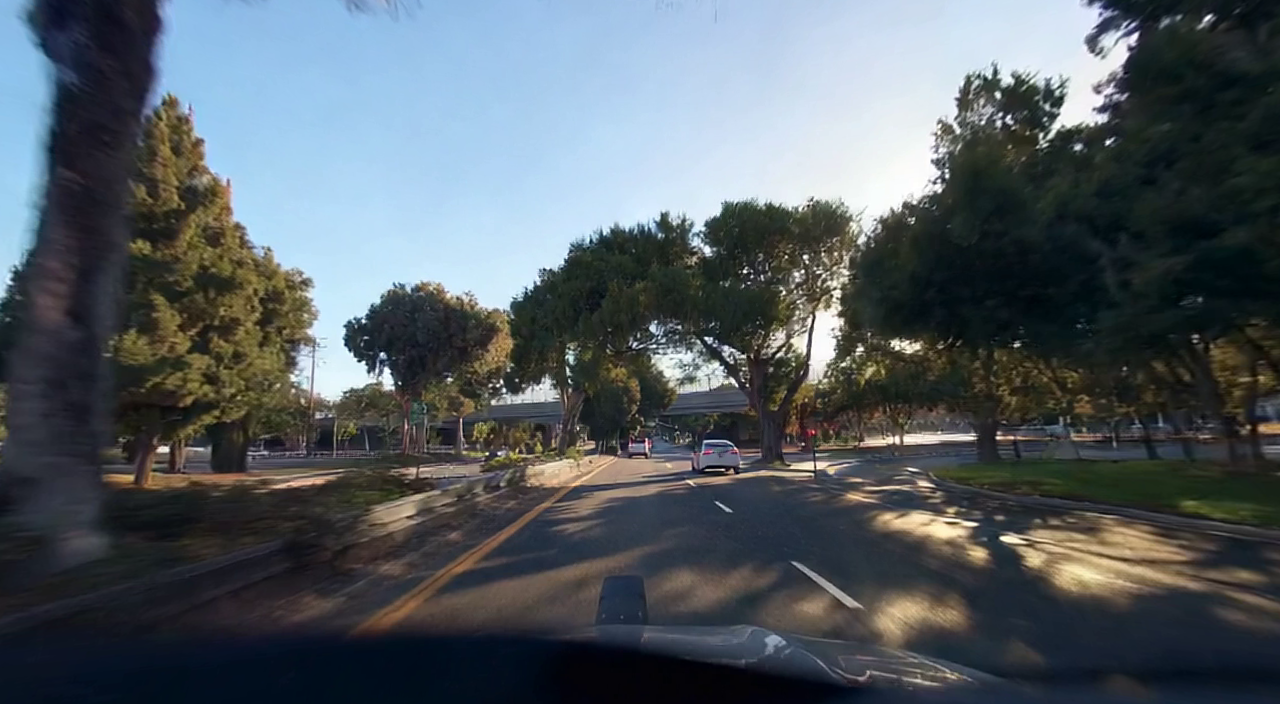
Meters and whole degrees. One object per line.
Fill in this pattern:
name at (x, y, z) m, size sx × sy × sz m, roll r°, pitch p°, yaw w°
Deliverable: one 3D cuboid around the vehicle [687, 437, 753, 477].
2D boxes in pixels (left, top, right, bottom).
vehicle at (3.247, 4.357, 26.461) m, size 2.062 × 1.484 × 4.332 m, roll 0°, pitch -8°, yaw -1°
